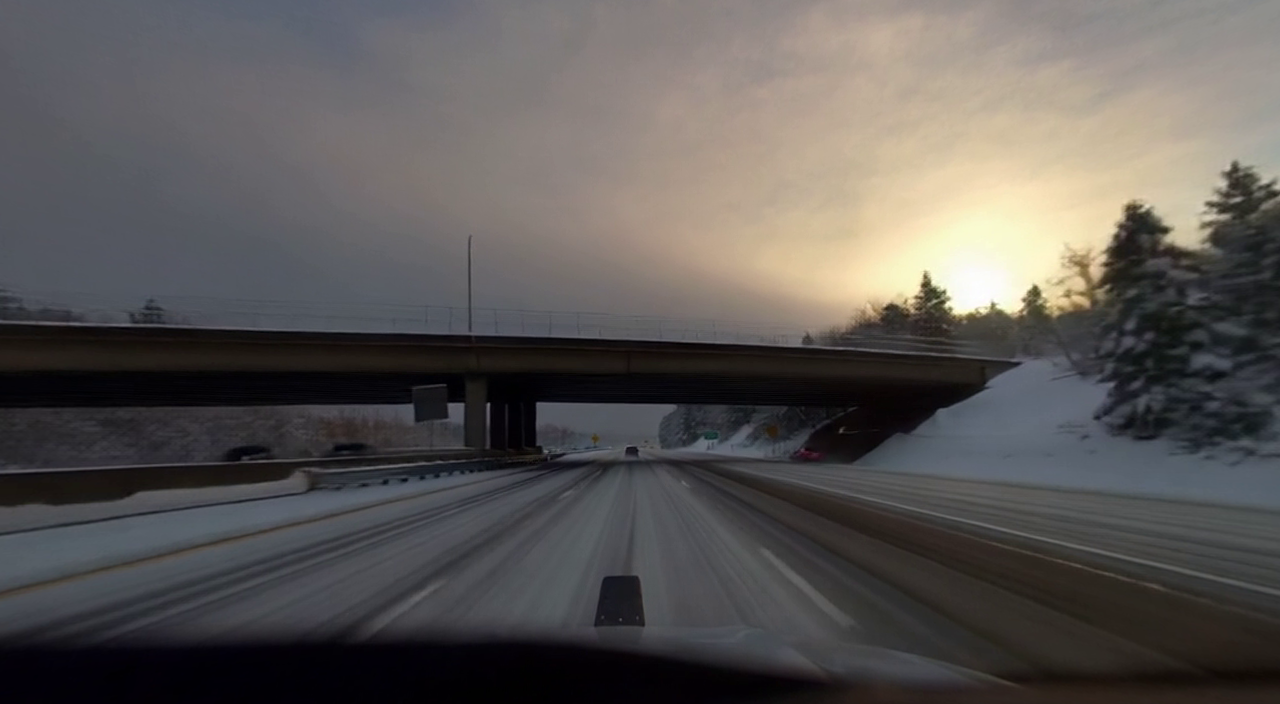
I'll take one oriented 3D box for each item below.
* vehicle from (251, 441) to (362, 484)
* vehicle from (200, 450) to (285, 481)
[{"bbox_3d":[-13.226,4.388,25.452,1.929,1.532,4.743,0,-9,0],"label":"vehicle"},{"bbox_3d":[-23.395,6.652,37.412,2.055,1.699,4.683,0,-9,-1],"label":"vehicle"}]
